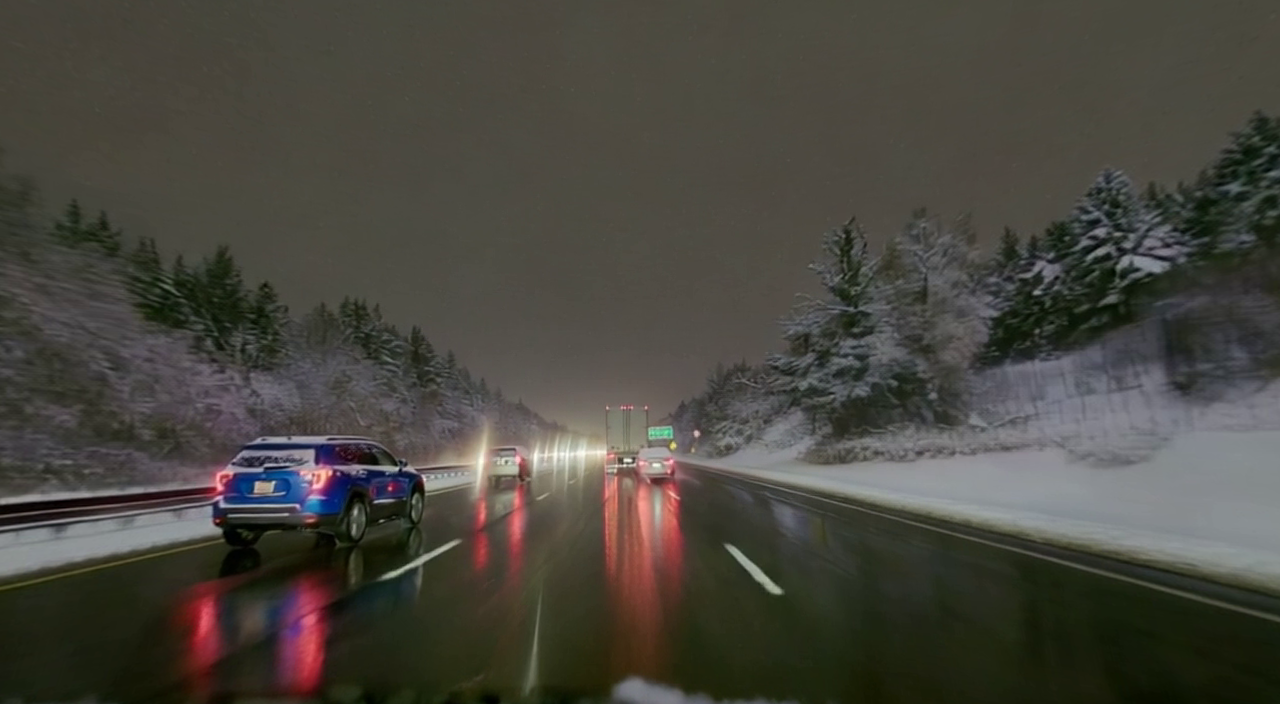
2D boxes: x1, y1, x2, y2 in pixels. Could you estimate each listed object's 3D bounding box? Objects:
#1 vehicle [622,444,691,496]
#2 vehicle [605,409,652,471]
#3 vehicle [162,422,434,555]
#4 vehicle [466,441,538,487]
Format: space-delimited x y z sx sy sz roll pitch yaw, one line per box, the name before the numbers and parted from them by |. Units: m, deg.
vehicle | 0.445 3.809 20.561 2.026 1.489 4.045 0 -9 -1
vehicle | -0.974 6.628 46.686 3.113 4.066 10.786 0 -9 -2
vehicle | -5.065 2.072 10.139 2.100 1.671 4.105 0 -9 -1
vehicle | -5.415 4.441 25.121 2.035 1.664 4.064 0 -9 -1
